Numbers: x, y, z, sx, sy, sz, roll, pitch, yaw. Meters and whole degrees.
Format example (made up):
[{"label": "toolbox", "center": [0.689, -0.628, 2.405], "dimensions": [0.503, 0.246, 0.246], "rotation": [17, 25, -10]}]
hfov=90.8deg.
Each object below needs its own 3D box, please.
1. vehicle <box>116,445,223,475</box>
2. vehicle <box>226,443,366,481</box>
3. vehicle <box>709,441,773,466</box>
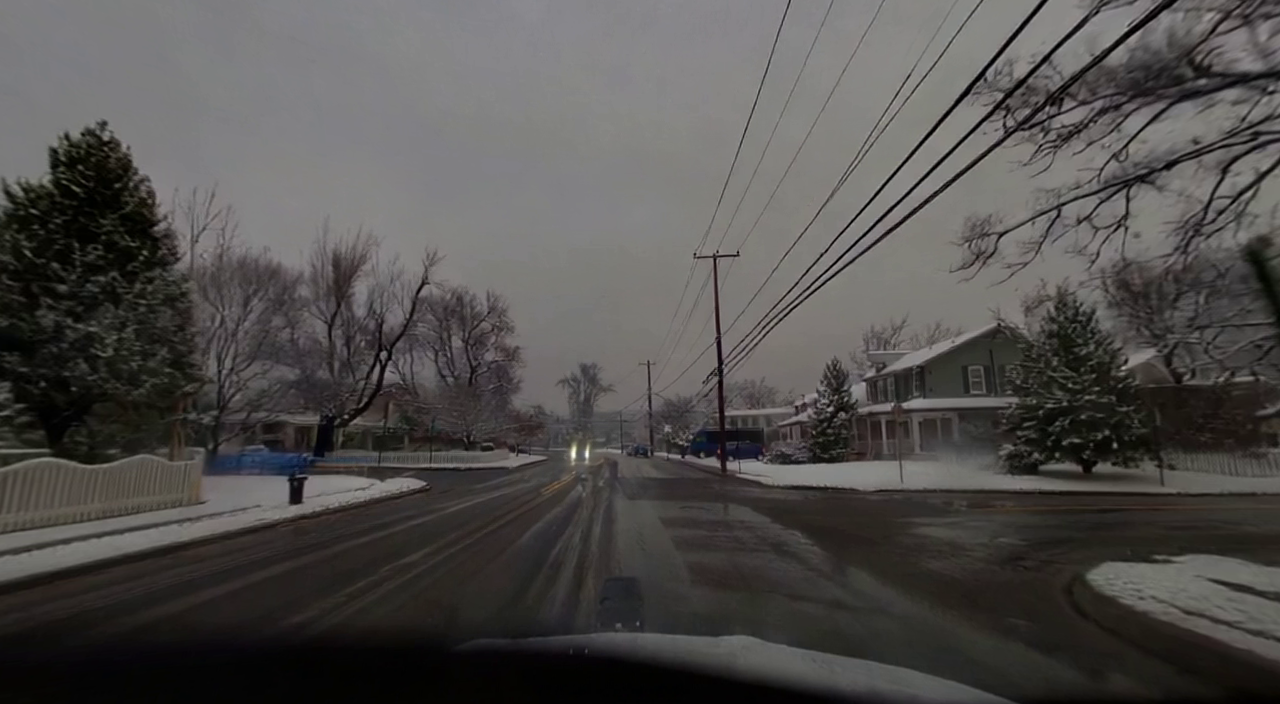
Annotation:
[{"label": "vehicle", "center": [-25.706, 5.888, 34.605], "dimensions": [4.338, 1.496, 1.857], "rotation": [0, -5, -1]}, {"label": "vehicle", "center": [-14.499, 4.647, 26.822], "dimensions": [4.751, 1.459, 1.996], "rotation": [-1, -8, 0]}, {"label": "vehicle", "center": [7.539, 7.640, 47.614], "dimensions": [4.412, 1.565, 1.957], "rotation": [-3, -9, 0]}]
